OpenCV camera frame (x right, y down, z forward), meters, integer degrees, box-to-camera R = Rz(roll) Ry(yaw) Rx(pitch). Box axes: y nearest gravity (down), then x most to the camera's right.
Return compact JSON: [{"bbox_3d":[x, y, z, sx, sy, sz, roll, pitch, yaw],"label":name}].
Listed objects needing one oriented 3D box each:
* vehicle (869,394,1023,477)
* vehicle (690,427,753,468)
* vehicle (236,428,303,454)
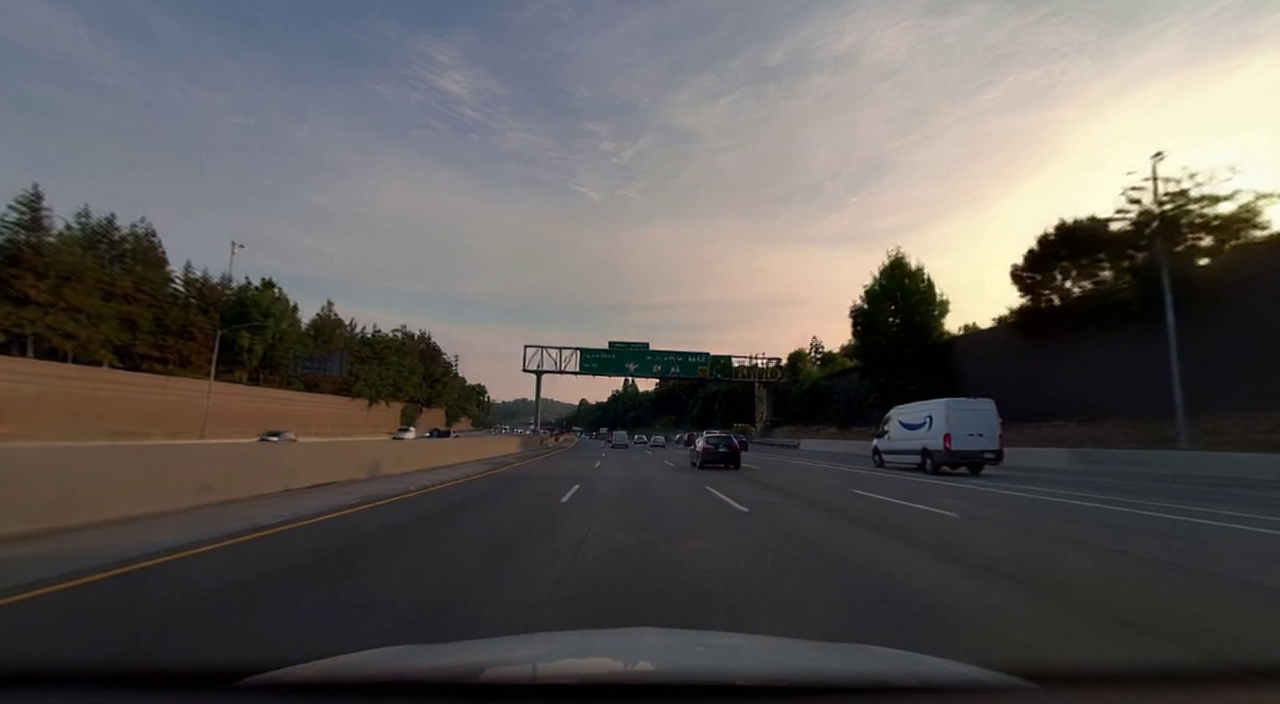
[{"bbox_3d":[11.671,3.337,24.910,2.274,2.802,6.802,0,-8,-3],"label":"vehicle"},{"bbox_3d":[3.609,4.344,28.819,2.141,1.732,4.279,0,-8,-3],"label":"vehicle"},{"bbox_3d":[-25.542,6.160,43.659,1.940,1.675,4.621,0,-8,-2],"label":"vehicle"}]
